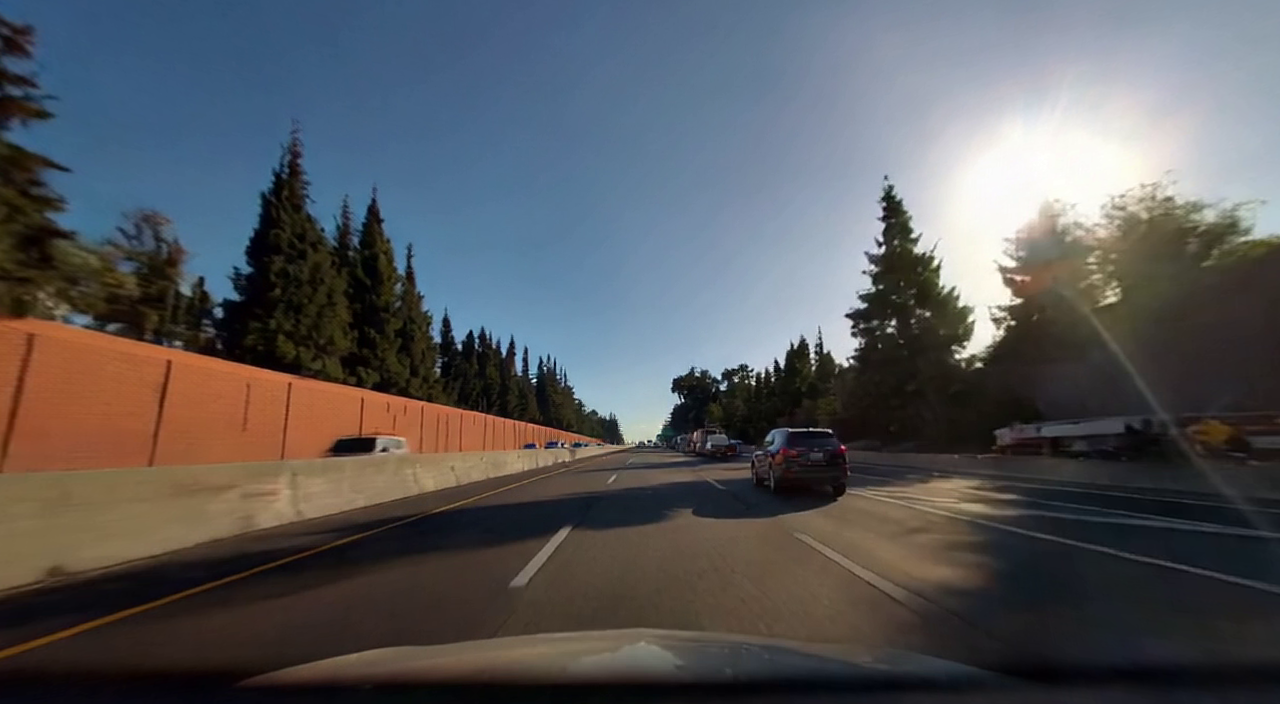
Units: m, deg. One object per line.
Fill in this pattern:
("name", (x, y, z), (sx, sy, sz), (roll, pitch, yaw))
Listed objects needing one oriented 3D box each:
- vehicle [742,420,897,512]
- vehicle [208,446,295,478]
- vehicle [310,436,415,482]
("vehicle", (3.901, 2.579, 14.755), (2.190, 1.783, 4.637), (0, -8, -1))
("vehicle", (-21.706, 6.129, 35.469), (2.108, 1.664, 4.363), (0, -8, 0))
("vehicle", (-10.842, 4.195, 25.072), (2.115, 1.642, 4.503), (0, -8, 0))
